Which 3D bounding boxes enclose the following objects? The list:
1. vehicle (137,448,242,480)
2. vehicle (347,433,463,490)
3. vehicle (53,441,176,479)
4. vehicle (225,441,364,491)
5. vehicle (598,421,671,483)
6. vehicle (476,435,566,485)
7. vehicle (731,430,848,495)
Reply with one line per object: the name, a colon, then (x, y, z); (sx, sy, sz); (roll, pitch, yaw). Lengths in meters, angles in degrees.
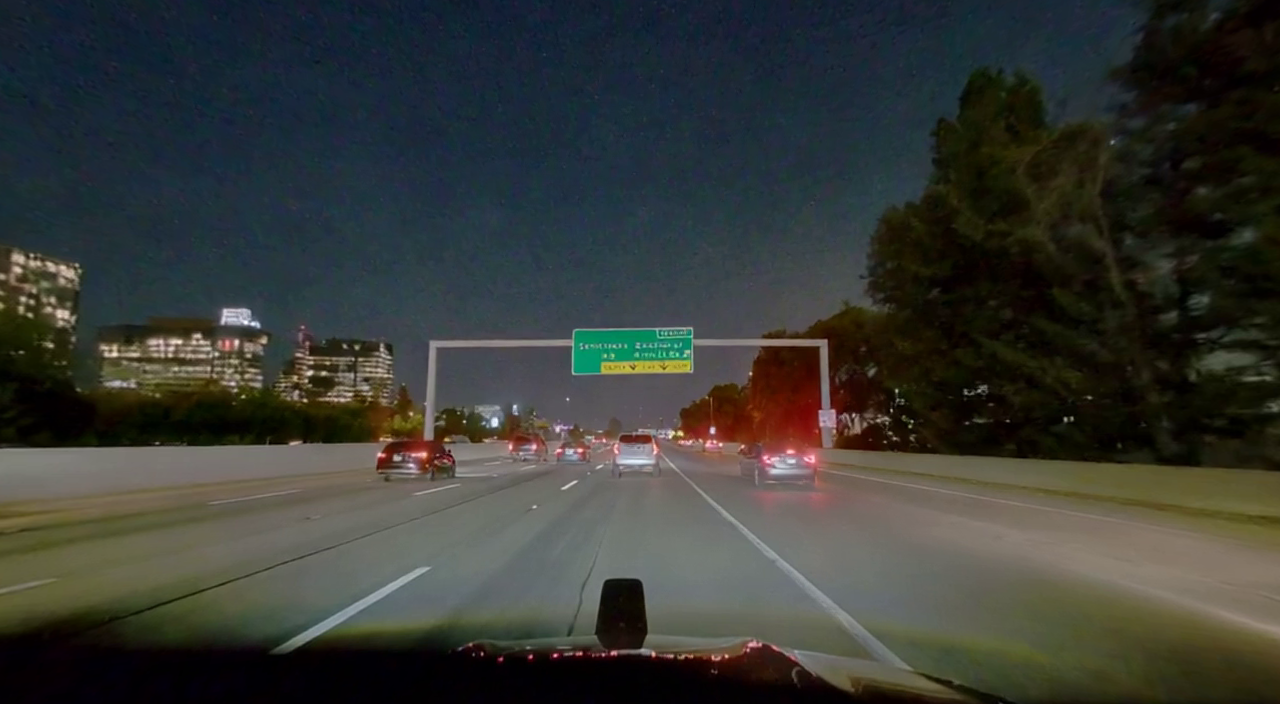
vehicle: (-21.895, 5.430, 30.902); (1.867, 1.443, 4.468); (0, -8, 0)
vehicle: (-7.406, 3.484, 20.443); (2.021, 1.632, 4.417); (0, -8, 1)
vehicle: (-25.754, 5.289, 31.187); (1.906, 1.732, 4.846); (0, -8, 0)
vehicle: (-11.245, 3.712, 20.962); (1.970, 1.441, 4.555); (0, -8, 1)
vehicle: (-0.177, 3.360, 21.351); (2.209, 1.863, 4.626); (0, -8, 0)
vehicle: (-3.873, 3.613, 21.391); (2.079, 1.499, 4.512); (0, -8, 1)
vehicle: (3.798, 2.896, 16.906); (1.942, 1.487, 4.518); (0, -8, -1)
